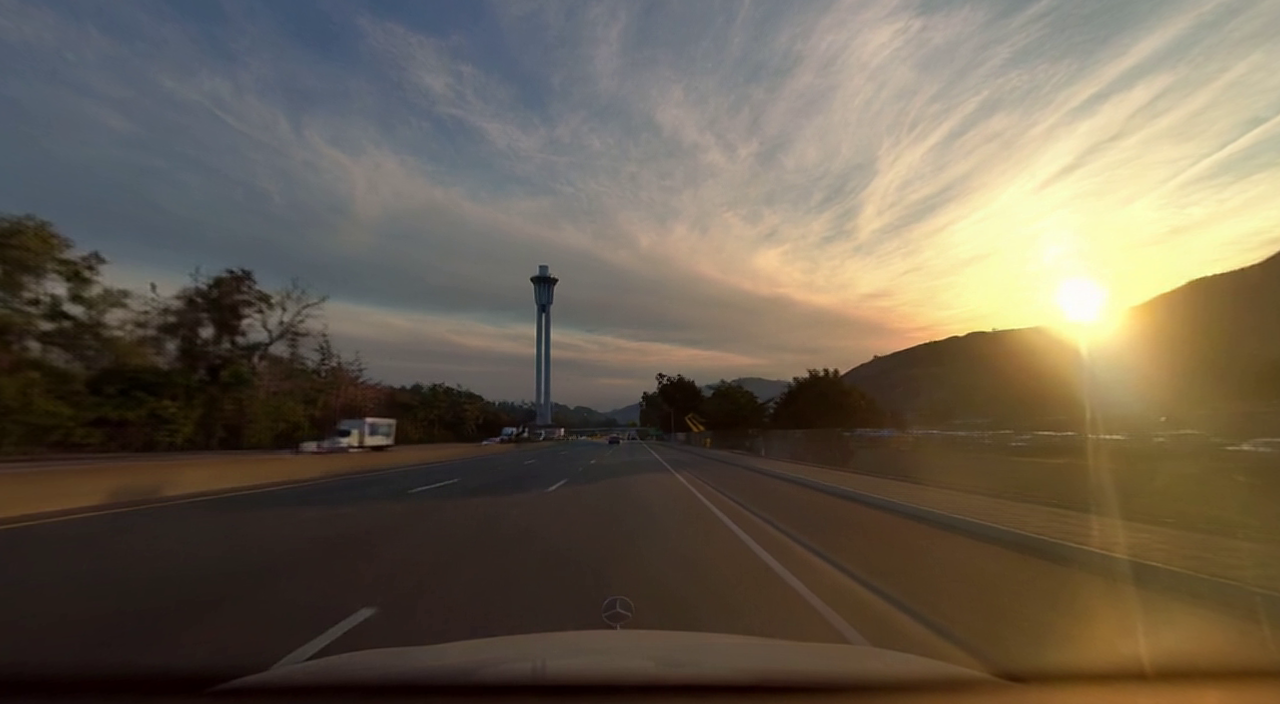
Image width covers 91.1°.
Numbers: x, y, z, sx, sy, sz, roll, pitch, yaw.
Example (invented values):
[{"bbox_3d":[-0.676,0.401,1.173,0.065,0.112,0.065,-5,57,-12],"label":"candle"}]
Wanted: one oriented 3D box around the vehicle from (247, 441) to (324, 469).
[{"bbox_3d":[-20.371,5.922,36.401,1.885,1.507,4.484,0,-8,-1],"label":"vehicle"}]
